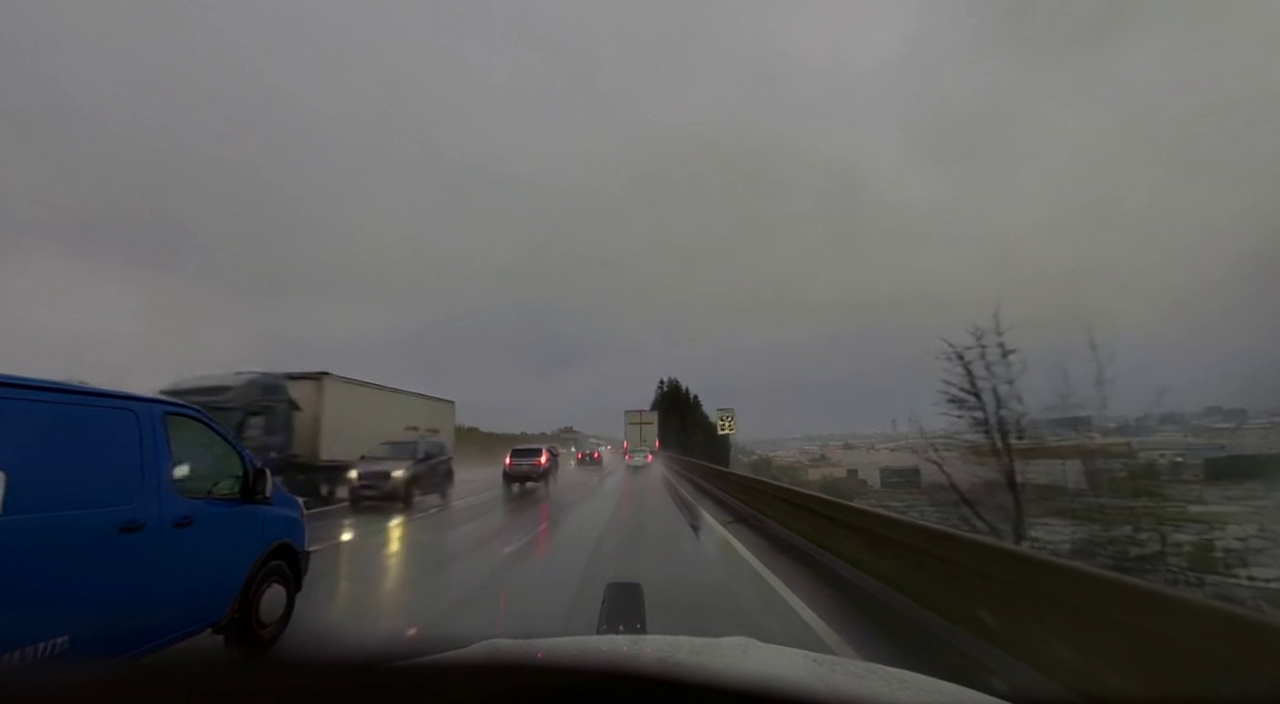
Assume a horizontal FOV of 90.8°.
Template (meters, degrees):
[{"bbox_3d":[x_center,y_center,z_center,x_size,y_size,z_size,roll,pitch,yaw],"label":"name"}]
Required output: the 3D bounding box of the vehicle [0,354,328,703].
[{"bbox_3d":[-3.248,0.850,2.052,2.117,1.688,4.582,0,-9,0],"label":"vehicle"}]

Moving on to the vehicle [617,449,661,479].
[{"bbox_3d":[-0.068,5.579,31.759,2.095,1.393,3.908,0,-9,0],"label":"vehicle"}]

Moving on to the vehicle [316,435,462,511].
[{"bbox_3d":[-6.674,3.248,17.481,2.043,1.787,4.755,0,-9,0],"label":"vehicle"}]

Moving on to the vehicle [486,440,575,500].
[{"bbox_3d":[-3.211,3.543,19.343,1.937,1.600,4.141,0,-9,0],"label":"vehicle"}]
